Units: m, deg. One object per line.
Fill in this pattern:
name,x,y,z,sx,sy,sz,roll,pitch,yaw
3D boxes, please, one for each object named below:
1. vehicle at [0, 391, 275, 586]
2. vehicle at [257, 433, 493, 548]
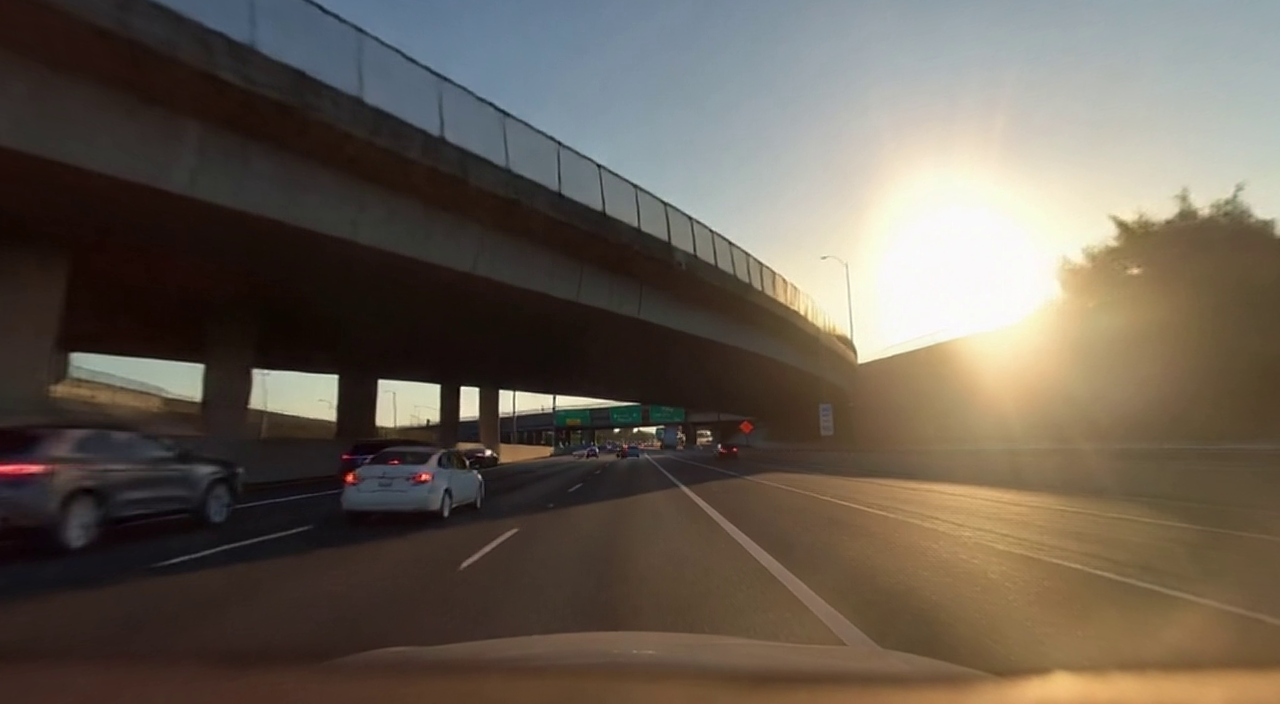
vehicle,-7.310,1.612,8.057,2.208,1.876,5.088,0,-8,0
vehicle,-4.065,2.179,10.732,2.051,1.516,4.493,0,-8,0
